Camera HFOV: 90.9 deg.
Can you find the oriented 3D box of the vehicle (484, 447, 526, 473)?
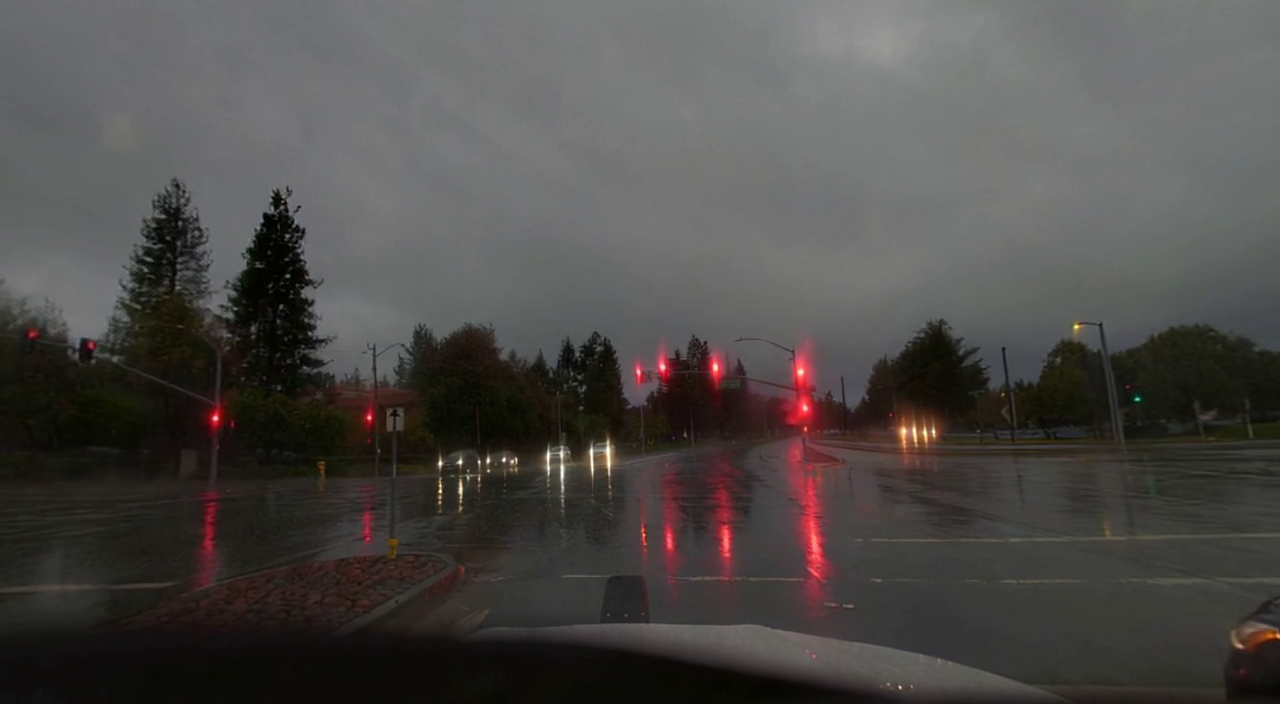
[{"bbox_3d":[-9.773,7.829,45.924,2.064,1.725,4.243,0,-9,1],"label":"vehicle"}]

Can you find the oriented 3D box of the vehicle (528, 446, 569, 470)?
[{"bbox_3d":[-6.564,7.608,45.504,2.126,1.657,4.307,-1,-9,2],"label":"vehicle"}]

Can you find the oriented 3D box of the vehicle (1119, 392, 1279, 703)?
[{"bbox_3d":[3.058,0.619,0.410,1.978,1.468,4.544,0,-9,1],"label":"vehicle"}]

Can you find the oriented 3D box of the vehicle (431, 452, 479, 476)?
[{"bbox_3d":[-13.395,8.109,45.975,2.101,1.637,4.304,0,-9,1],"label":"vehicle"}]
